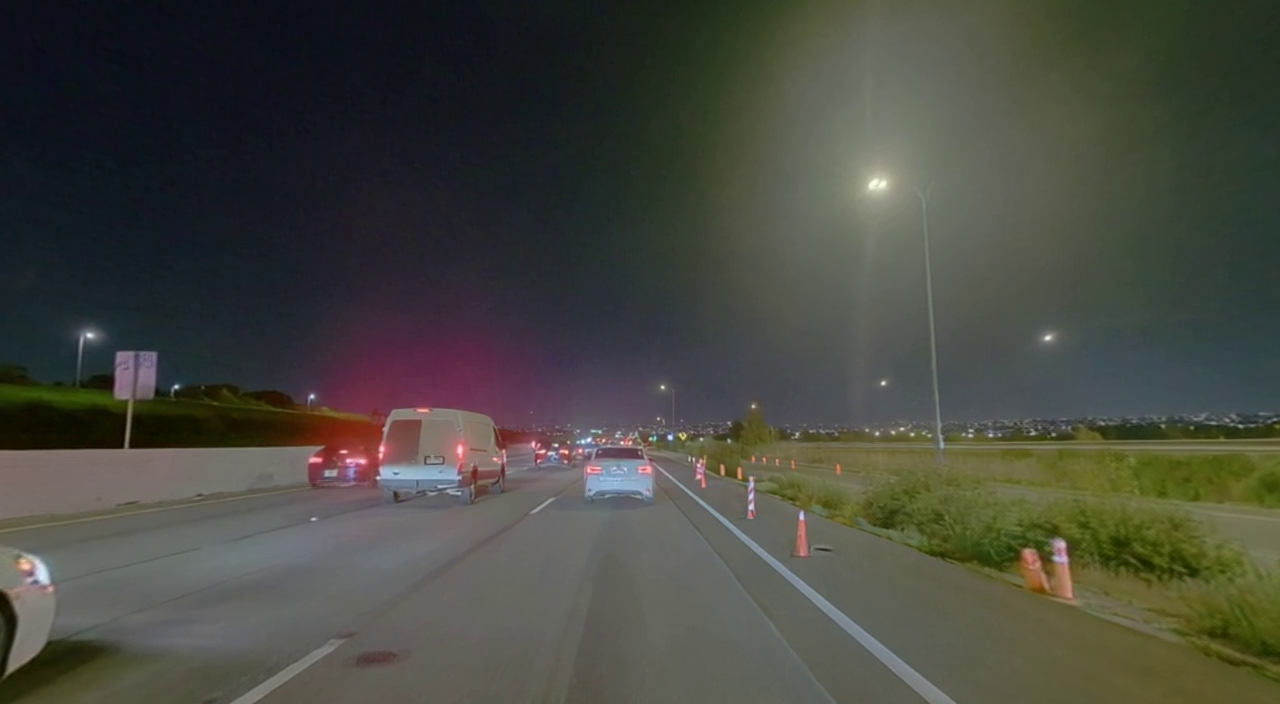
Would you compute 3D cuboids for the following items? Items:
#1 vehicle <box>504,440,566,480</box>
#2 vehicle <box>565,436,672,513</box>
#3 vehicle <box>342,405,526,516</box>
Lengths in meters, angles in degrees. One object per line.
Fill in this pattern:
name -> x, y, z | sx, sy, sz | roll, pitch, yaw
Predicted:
vehicle -> -4.149, 4.316, 25.553 | 1.824, 1.459, 4.007 | 0, -9, 0
vehicle -> -0.442, 2.674, 14.279 | 2.069, 1.484, 3.918 | 0, -9, -1
vehicle -> -4.286, 2.410, 14.501 | 2.324, 2.012, 5.740 | 0, -9, -1
